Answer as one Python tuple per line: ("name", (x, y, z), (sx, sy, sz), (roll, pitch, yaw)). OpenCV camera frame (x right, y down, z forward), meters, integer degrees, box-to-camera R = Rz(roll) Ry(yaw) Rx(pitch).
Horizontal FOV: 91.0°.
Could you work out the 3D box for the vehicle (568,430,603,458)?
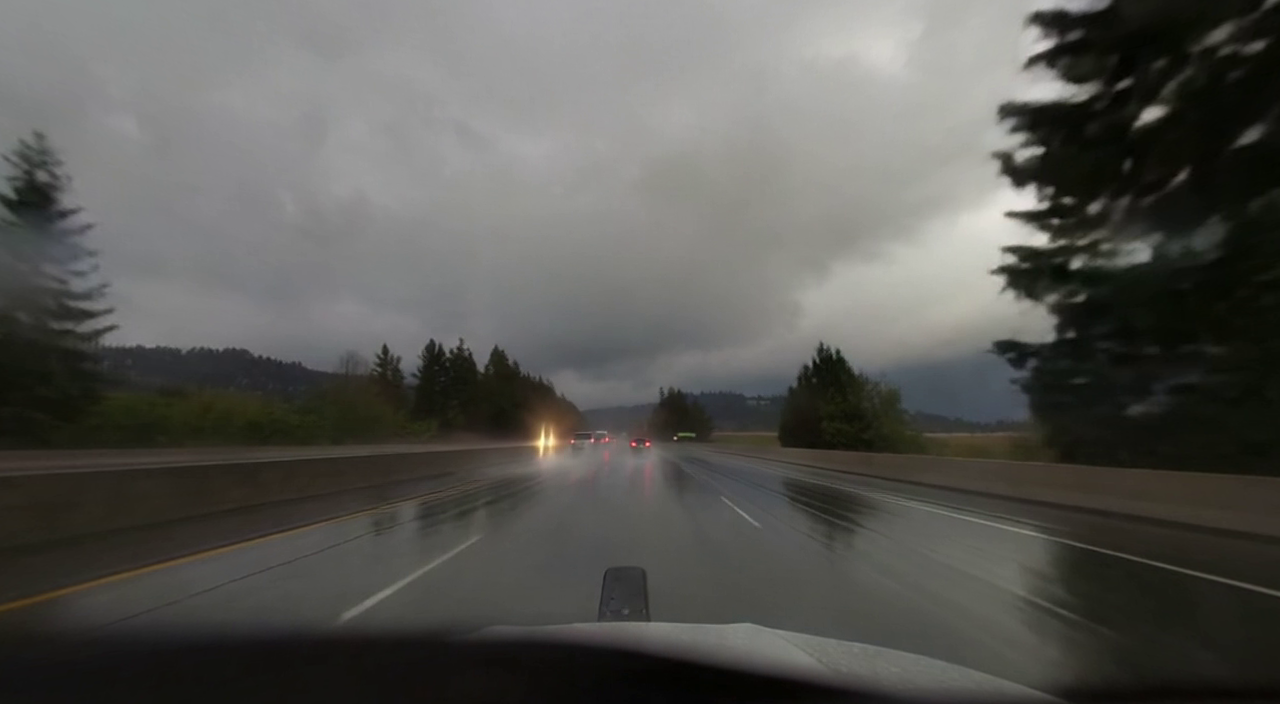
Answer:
("vehicle", (-4.072, 7.015, 48.050), (2.241, 2.034, 4.890), (0, -8, 0))
